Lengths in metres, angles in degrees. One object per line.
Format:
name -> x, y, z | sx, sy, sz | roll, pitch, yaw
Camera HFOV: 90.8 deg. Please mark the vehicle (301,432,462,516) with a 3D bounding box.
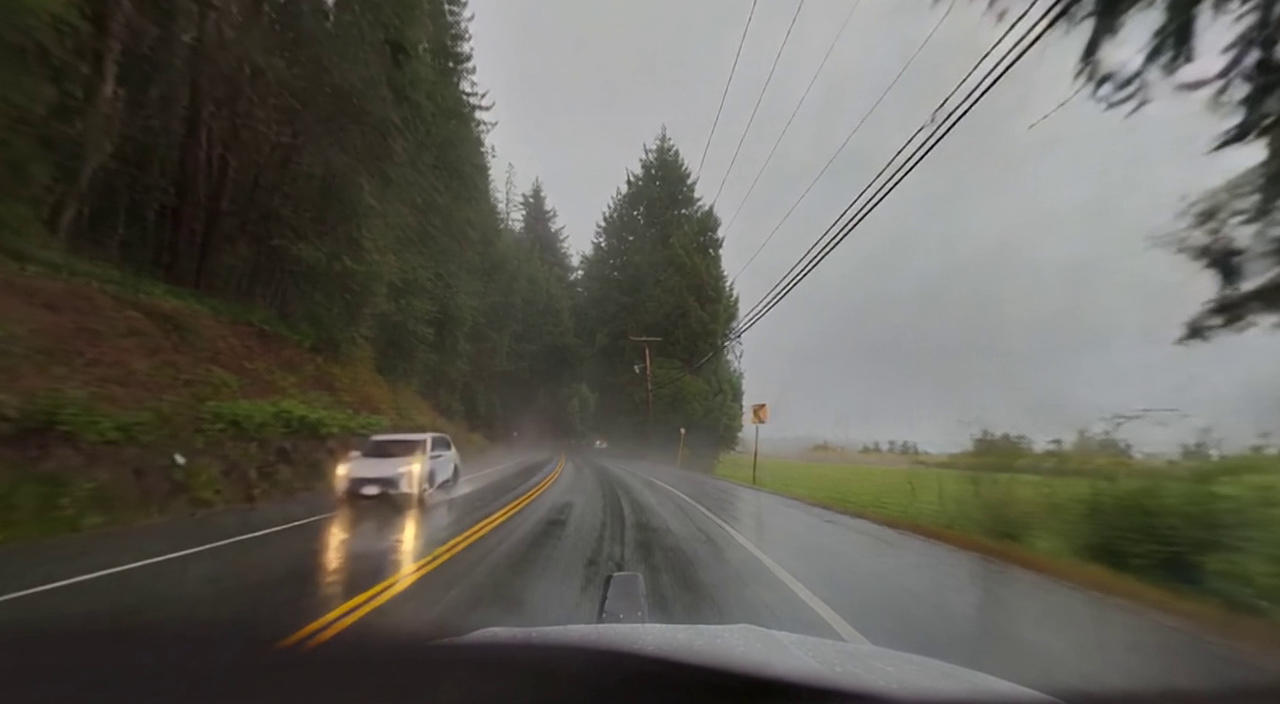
vehicle -> -5.484, 2.618, 14.103 | 1.943, 1.556, 4.311 | 1, -8, -3
